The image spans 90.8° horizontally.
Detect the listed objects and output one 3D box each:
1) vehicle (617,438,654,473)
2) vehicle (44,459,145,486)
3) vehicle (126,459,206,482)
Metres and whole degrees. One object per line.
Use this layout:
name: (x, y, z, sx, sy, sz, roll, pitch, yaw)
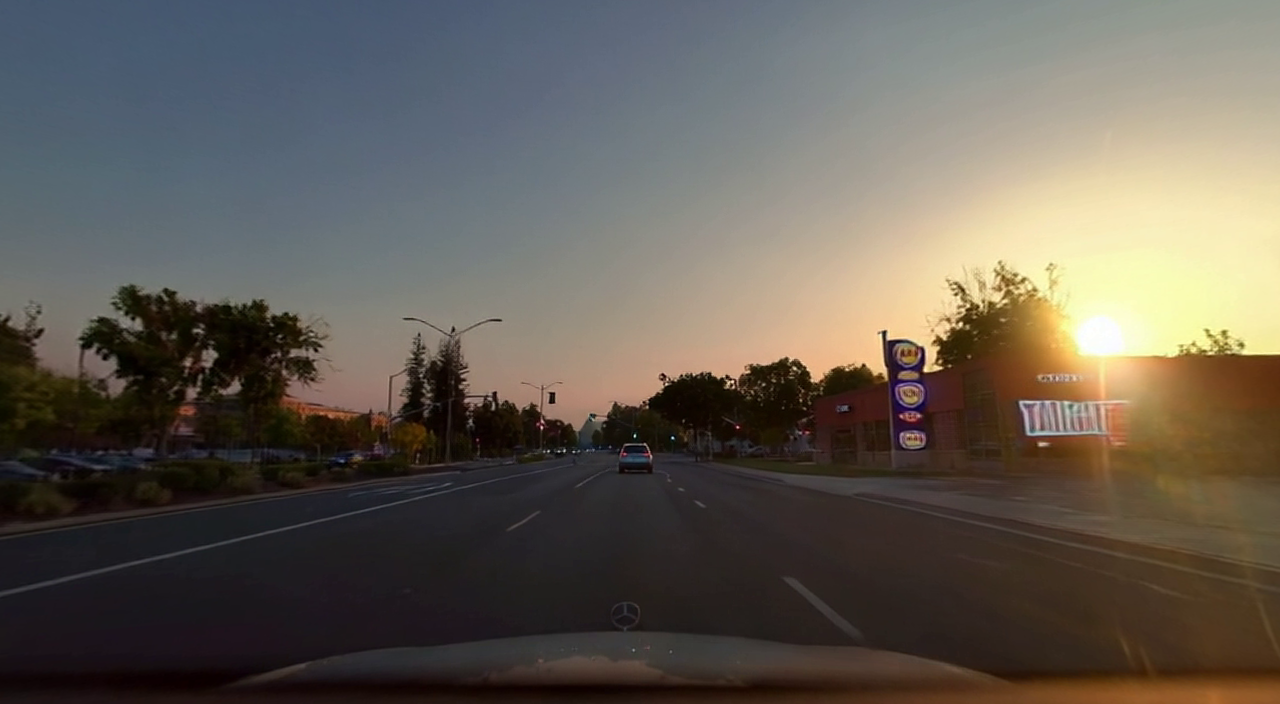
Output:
vehicle: (-0.224, 6.150, 37.807, 2.096, 1.961, 4.259, 0, -9, 0)
vehicle: (-32.174, 7.088, 37.369, 4.063, 1.479, 1.939, 0, -9, -2)
vehicle: (-32.157, 8.044, 42.924, 3.791, 1.473, 1.942, 0, -9, -3)
